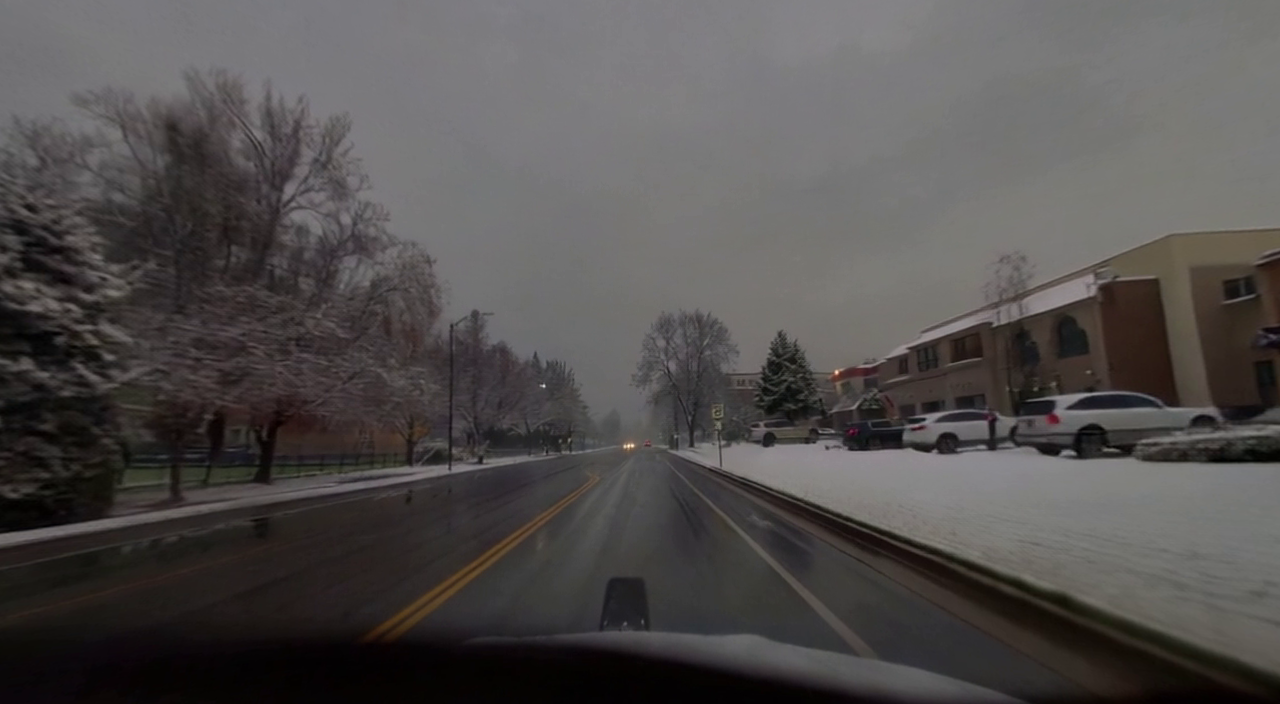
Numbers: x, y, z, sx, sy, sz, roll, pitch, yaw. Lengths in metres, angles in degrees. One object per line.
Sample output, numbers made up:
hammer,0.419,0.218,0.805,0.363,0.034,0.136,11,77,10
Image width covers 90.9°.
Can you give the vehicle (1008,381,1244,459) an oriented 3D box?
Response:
vehicle,12.298,1.789,16.156,4.540,1.824,1.965,1,-8,-6
